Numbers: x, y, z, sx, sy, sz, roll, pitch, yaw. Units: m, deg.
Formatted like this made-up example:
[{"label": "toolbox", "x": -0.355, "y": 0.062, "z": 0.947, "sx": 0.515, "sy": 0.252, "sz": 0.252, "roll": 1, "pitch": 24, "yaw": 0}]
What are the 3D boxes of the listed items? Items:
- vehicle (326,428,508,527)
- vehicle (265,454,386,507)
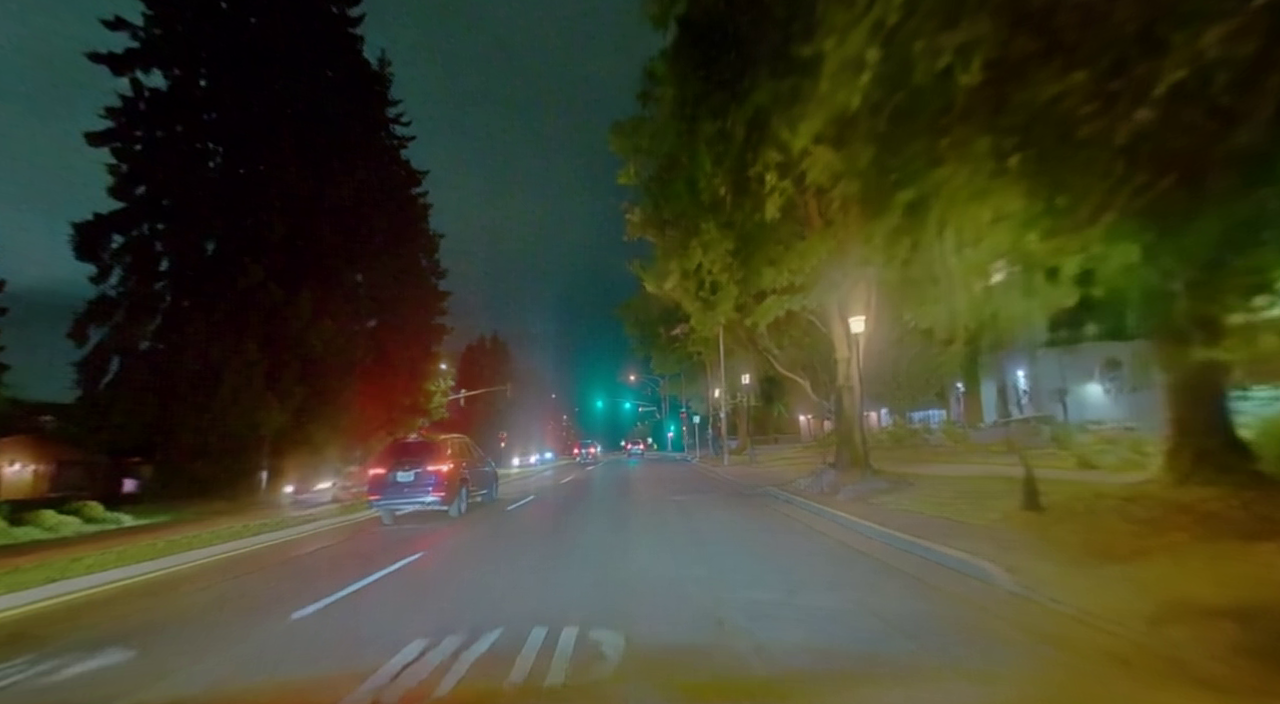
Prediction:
[{"label": "vehicle", "x": -4.405, "y": 2.549, "z": 13.472, "sx": 2.169, "sy": 1.706, "sz": 4.638, "roll": 0, "pitch": -8, "yaw": 0}, {"label": "vehicle", "x": -10.652, "y": 4.348, "z": 21.806, "sx": 1.949, "sy": 1.526, "sz": 4.351, "roll": 0, "pitch": -8, "yaw": 0}]
